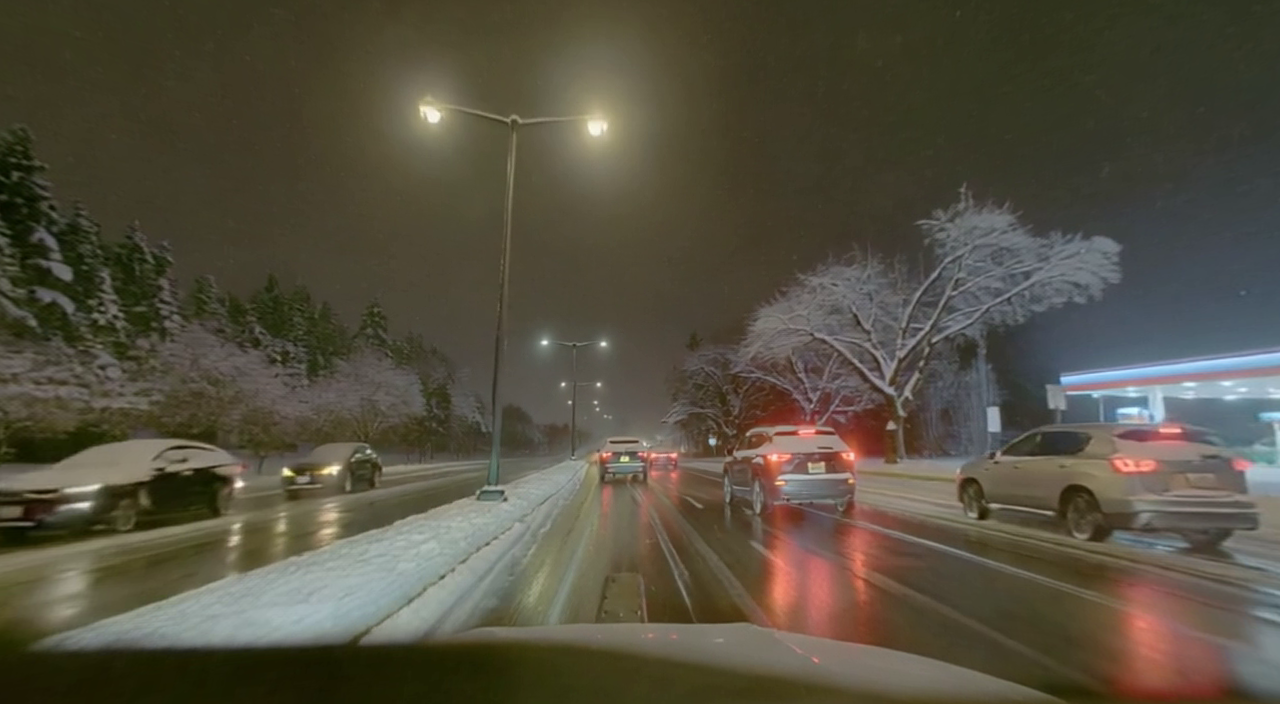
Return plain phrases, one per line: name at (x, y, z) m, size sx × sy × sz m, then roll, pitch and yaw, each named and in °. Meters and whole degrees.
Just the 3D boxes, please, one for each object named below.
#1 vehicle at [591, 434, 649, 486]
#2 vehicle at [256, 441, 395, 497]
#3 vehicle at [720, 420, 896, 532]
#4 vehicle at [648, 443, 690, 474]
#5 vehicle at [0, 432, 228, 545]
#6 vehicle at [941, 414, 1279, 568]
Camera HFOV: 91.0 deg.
vehicle at (-0.818, 4.096, 24.153) m, size 2.051 × 1.798 × 4.168 m, roll 0°, pitch -9°, yaw -3°
vehicle at (-9.138, 3.416, 18.789) m, size 1.872 × 1.439 × 4.507 m, roll 0°, pitch -9°, yaw -1°
vehicle at (2.945, 2.283, 12.156) m, size 2.000 × 1.745 × 4.206 m, roll 0°, pitch -9°, yaw -3°
vehicle at (1.539, 5.856, 34.838) m, size 1.800 × 1.592 × 3.658 m, roll 1°, pitch -9°, yaw -5°
vehicle at (-8.669, 2.057, 10.080) m, size 1.665 × 1.442 × 3.720 m, roll 0°, pitch -9°, yaw -1°
vehicle at (6.583, 1.848, 9.148) m, size 2.047 × 1.653 × 4.423 m, roll 0°, pitch -9°, yaw -2°
